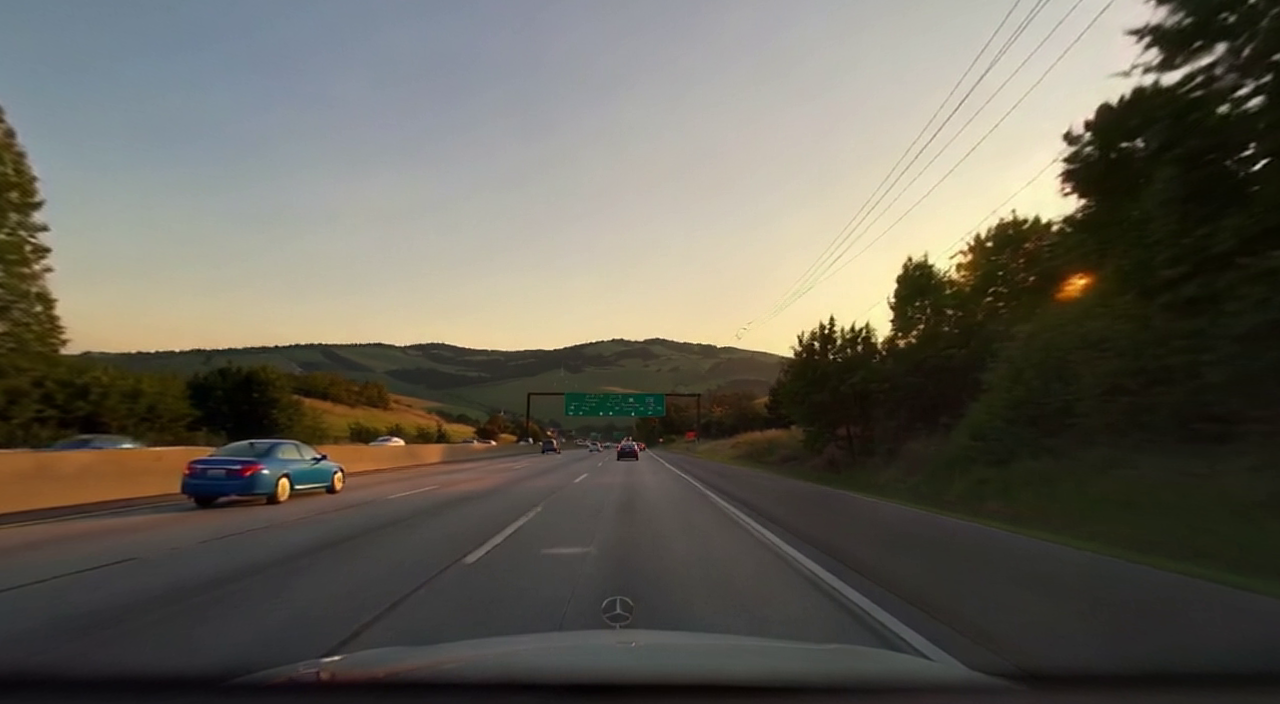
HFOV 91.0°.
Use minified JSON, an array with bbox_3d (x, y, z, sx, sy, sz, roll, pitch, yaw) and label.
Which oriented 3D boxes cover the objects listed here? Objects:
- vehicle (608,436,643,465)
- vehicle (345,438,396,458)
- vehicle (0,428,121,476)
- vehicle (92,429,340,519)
[{"bbox_3d":[-0.896,6.036,38.709,2.040,1.715,3.906,0,-8,-1],"label":"vehicle"},{"bbox_3d":[-20.378,7.296,47.832,1.892,1.454,4.599,0,-8,-1],"label":"vehicle"},{"bbox_3d":[-19.744,3.307,20.920,1.750,1.449,3.748,0,-8,-1],"label":"vehicle"},{"bbox_3d":[-8.166,2.363,12.771,2.047,1.486,4.306,0,-8,0],"label":"vehicle"}]
